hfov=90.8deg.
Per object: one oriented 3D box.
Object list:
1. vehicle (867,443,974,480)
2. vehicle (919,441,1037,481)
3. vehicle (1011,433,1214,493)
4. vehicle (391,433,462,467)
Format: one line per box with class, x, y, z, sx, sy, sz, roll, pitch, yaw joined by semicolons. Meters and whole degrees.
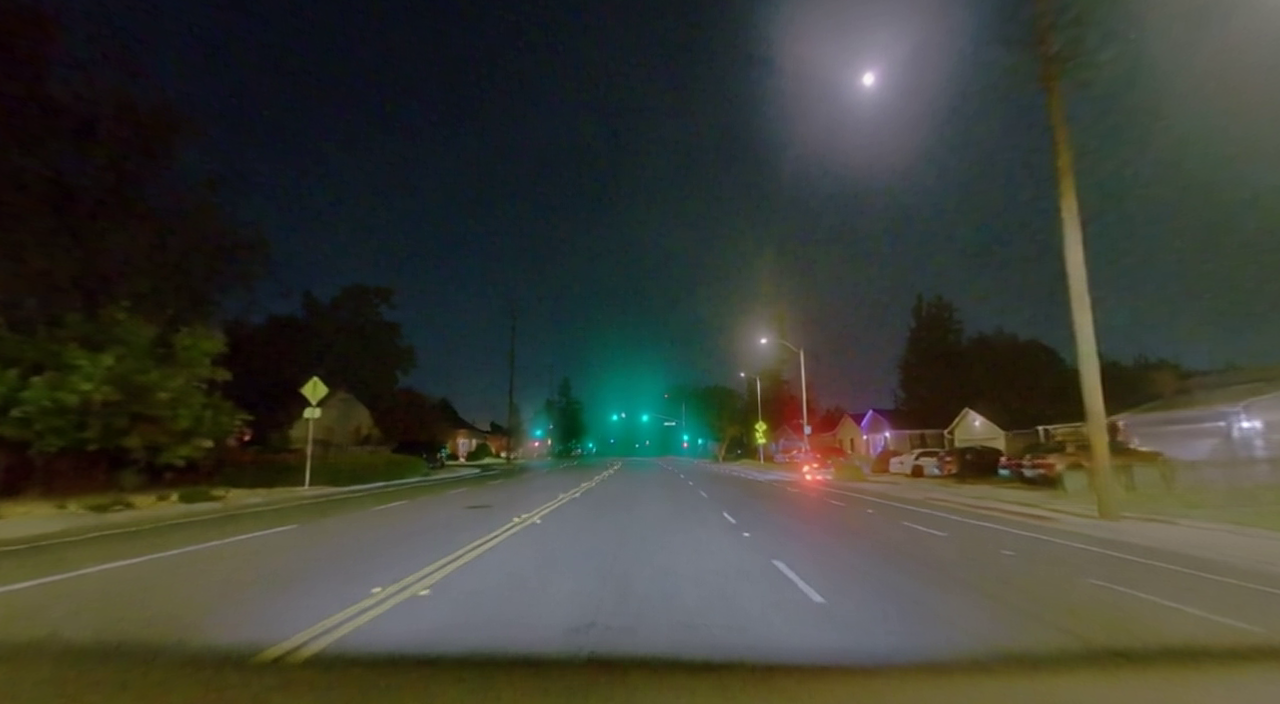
vehicle;14.308;5.592;32.425;4.466;1.578;1.968;-3;-7;0
vehicle;15.430;4.988;29.021;4.234;1.491;1.940;-4;-7;1
vehicle;15.124;3.552;20.430;4.854;1.803;2.179;1;-9;-4
vehicle;-15.170;7.050;45.404;2.653;2.232;6.273;0;-9;2
